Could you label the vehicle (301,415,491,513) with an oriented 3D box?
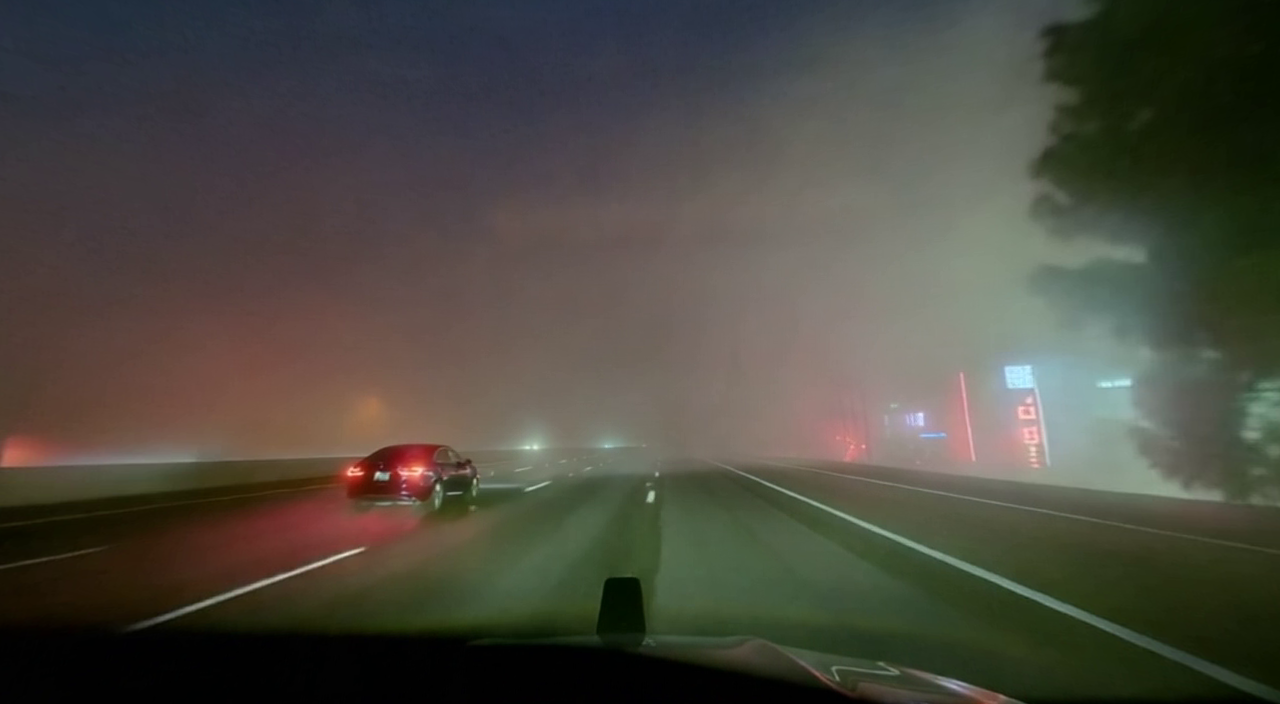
[{"bbox_3d":[-5.114,2.423,14.165,2.145,1.793,4.762,0,-8,3],"label":"vehicle"}]
